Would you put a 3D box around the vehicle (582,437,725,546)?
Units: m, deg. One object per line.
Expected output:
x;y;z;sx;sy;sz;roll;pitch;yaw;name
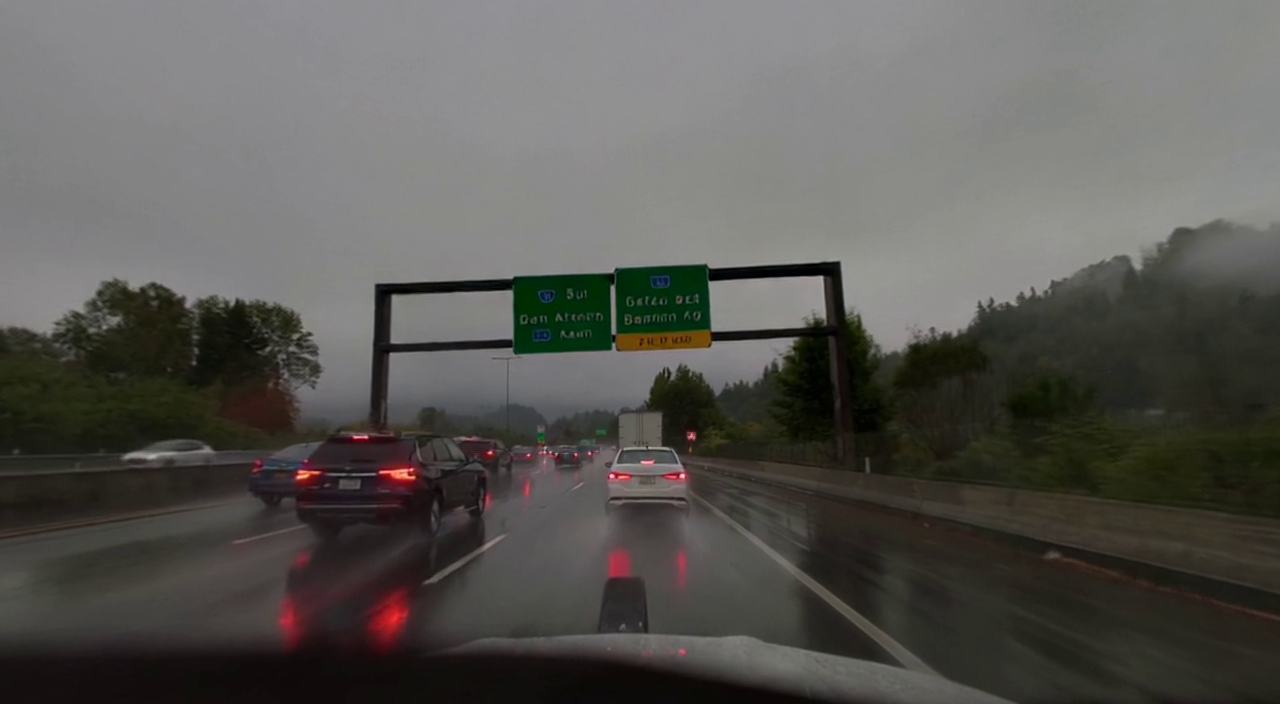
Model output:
0.177;2.233;10.595;1.995;1.495;3.380;0;-9;0;vehicle

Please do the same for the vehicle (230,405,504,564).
-3.689;1.917;9.753;2.051;1.829;4.736;0;-9;1;vehicle

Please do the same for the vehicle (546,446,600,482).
-2.867;4.930;27.882;1.998;1.466;3.684;0;-9;0;vehicle
